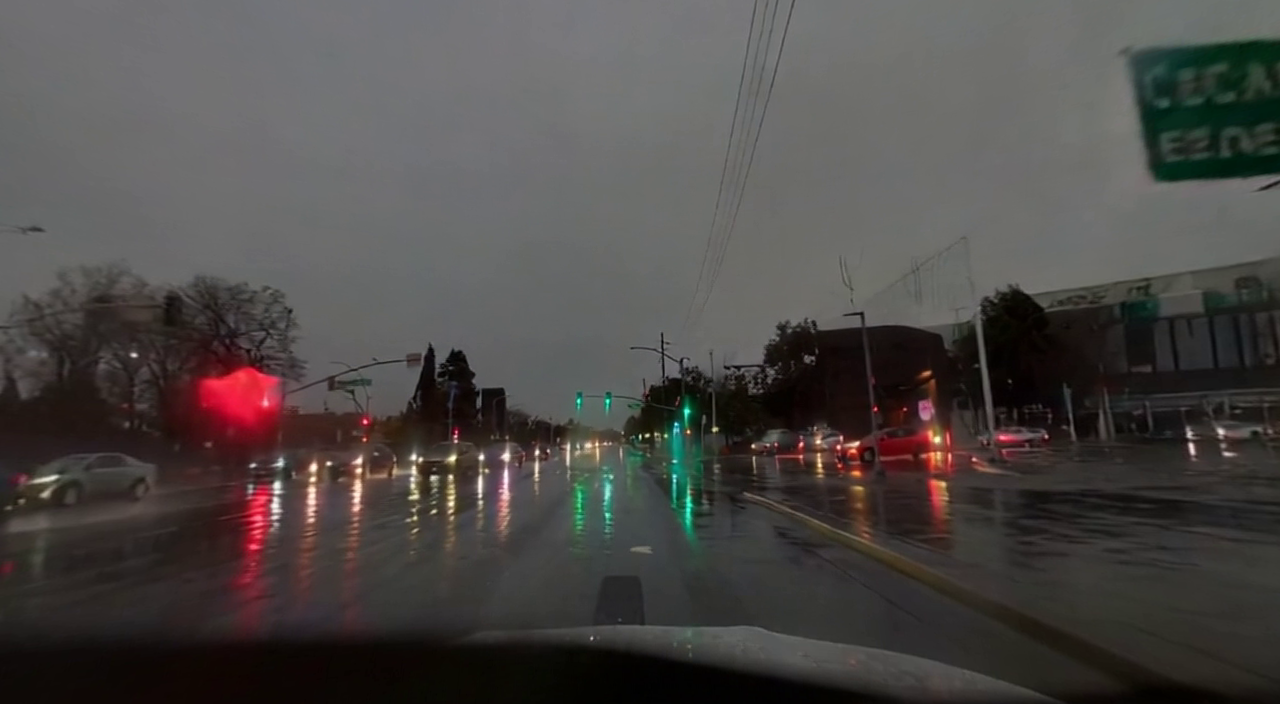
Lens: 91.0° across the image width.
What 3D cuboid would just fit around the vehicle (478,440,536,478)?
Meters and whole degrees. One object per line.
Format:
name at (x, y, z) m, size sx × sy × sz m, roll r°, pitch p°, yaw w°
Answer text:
vehicle at (-6.211, 5.034, 29.854) m, size 1.954 × 1.644 × 4.290 m, roll 0°, pitch -9°, yaw -2°

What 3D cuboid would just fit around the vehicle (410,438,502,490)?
vehicle at (-6.378, 3.919, 22.297) m, size 2.012 × 1.664 × 3.917 m, roll 0°, pitch -9°, yaw 1°

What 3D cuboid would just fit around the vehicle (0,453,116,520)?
vehicle at (-16.617, 3.510, 16.796) m, size 1.964 × 1.569 × 4.256 m, roll 1°, pitch -9°, yaw -8°

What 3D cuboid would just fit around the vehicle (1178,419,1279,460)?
vehicle at (24.978, 3.661, 26.267) m, size 1.690 × 1.559 × 3.521 m, roll 1°, pitch -9°, yaw -5°

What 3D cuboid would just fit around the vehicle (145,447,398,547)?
vehicle at (-6.459, 2.539, 11.861) m, size 1.960 × 1.479 × 4.654 m, roll 0°, pitch -9°, yaw 0°

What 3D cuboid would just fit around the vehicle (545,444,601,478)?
vehicle at (-3.074, 5.106, 29.876) m, size 2.147 × 1.472 × 4.406 m, roll 0°, pitch -9°, yaw 0°

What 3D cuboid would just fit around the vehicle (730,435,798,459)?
vehicle at (9.225, 7.107, 47.153) m, size 4.568 × 1.704 × 2.038 m, roll 1°, pitch -9°, yaw -5°
